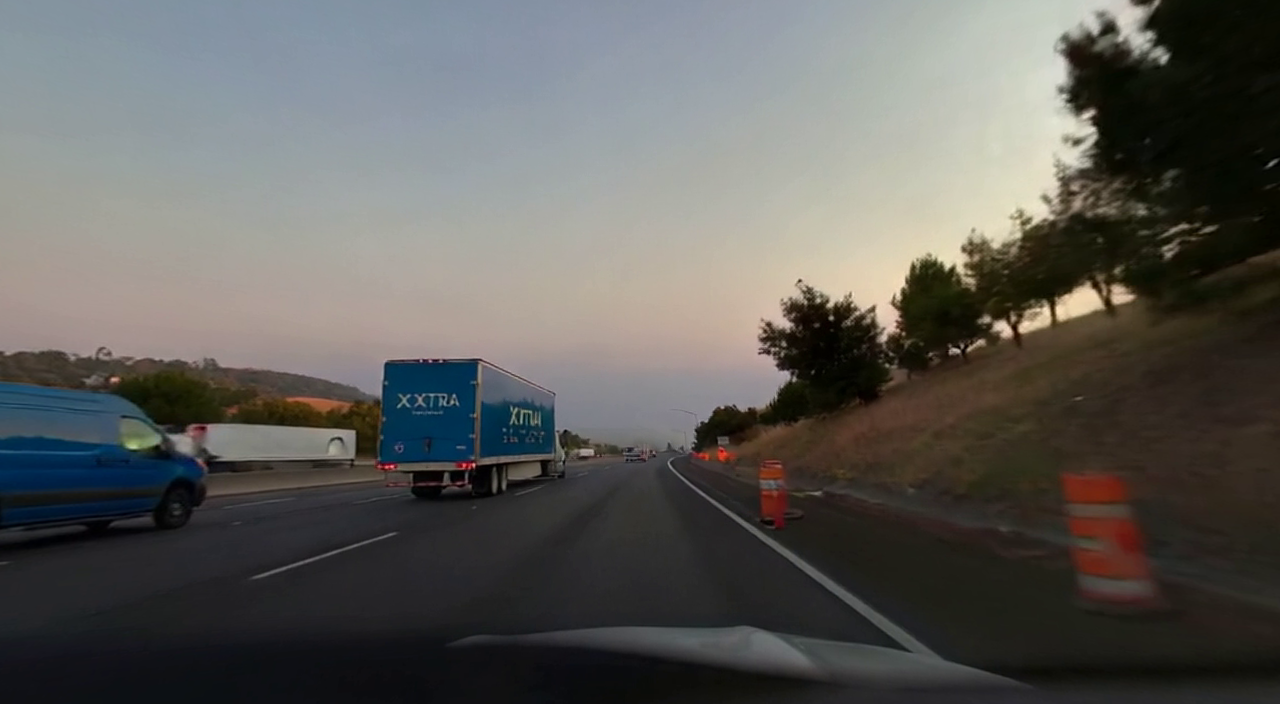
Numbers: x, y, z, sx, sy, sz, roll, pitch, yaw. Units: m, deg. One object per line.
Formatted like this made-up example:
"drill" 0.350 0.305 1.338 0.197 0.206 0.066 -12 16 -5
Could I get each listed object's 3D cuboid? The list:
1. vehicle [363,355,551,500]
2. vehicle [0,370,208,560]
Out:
"vehicle" -5.782 2.809 22.415 3.183 4.011 9.617 0 -9 4
"vehicle" -10.132 1.711 9.689 2.469 2.615 5.874 0 -9 3
